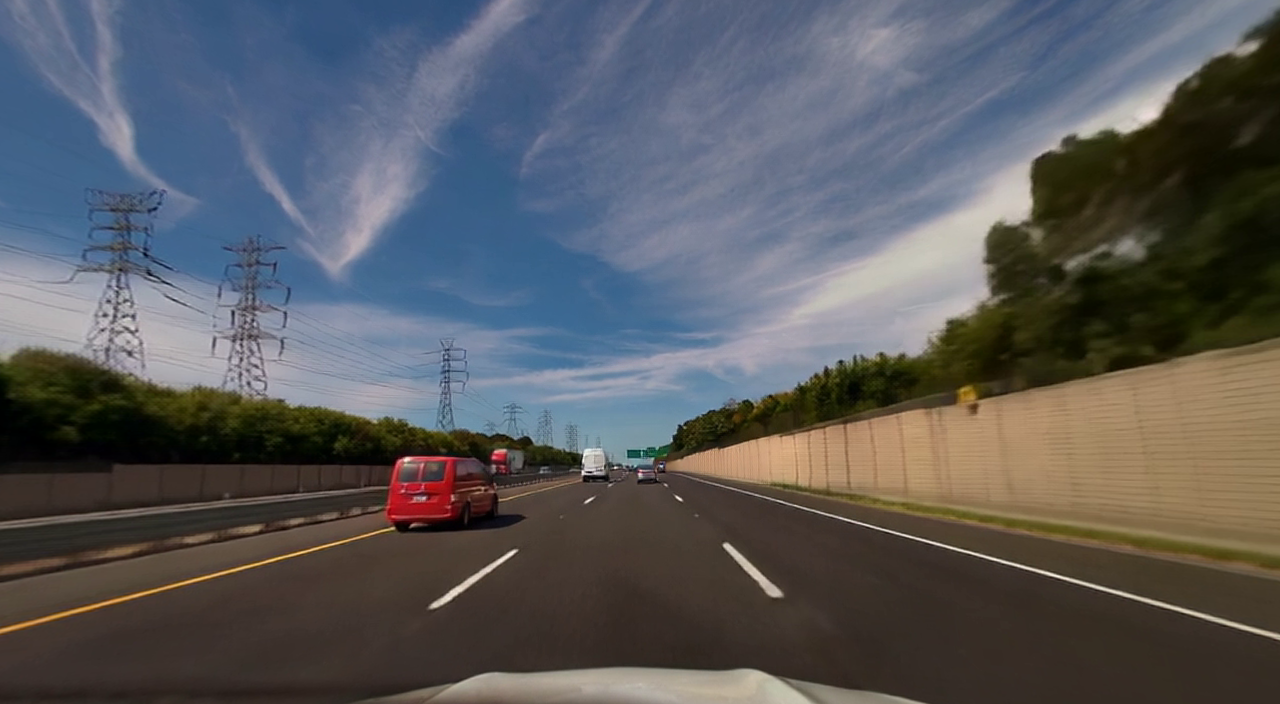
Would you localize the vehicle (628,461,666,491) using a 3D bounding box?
[{"bbox_3d":[0.348,7.031,35.883,2.006,1.554,3.863,1,-10,-1],"label":"vehicle"}]

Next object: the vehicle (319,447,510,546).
[{"bbox_3d":[-4.084,2.732,12.410,2.023,1.541,4.543,0,-10,1],"label":"vehicle"}]
